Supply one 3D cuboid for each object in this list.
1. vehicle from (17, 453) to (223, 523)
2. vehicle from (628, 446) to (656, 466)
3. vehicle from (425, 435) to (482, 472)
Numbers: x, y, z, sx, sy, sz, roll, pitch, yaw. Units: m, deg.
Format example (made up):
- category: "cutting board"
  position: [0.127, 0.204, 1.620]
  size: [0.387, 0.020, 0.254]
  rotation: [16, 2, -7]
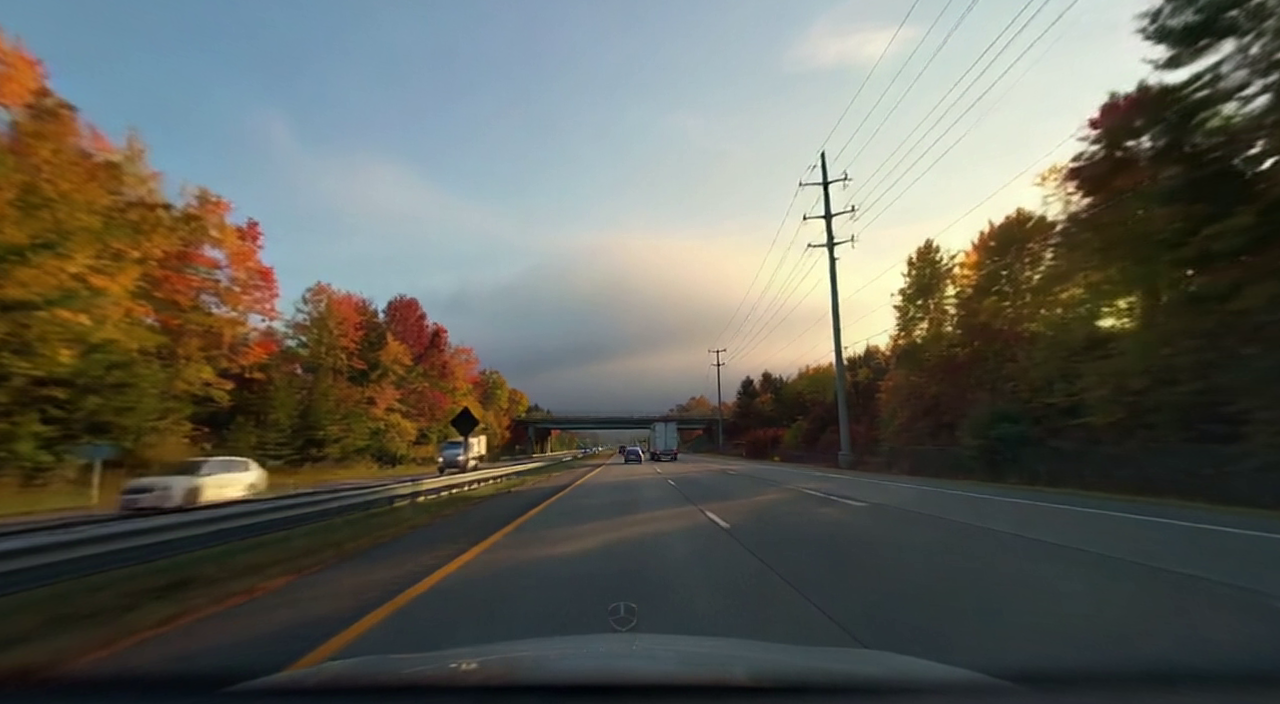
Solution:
- category: "vehicle"
  position: [-13.567, 3.529, 16.778]
  size: [1.930, 1.569, 4.186]
  rotation: [0, -9, 0]
- category: "vehicle"
  position: [0.098, 7.916, 47.733]
  size: [1.961, 1.454, 3.755]
  rotation: [0, -9, -3]
- category: "vehicle"
  position: [-14.169, 7.785, 48.121]
  size: [2.377, 2.618, 6.692]
  rotation: [0, -9, -1]
